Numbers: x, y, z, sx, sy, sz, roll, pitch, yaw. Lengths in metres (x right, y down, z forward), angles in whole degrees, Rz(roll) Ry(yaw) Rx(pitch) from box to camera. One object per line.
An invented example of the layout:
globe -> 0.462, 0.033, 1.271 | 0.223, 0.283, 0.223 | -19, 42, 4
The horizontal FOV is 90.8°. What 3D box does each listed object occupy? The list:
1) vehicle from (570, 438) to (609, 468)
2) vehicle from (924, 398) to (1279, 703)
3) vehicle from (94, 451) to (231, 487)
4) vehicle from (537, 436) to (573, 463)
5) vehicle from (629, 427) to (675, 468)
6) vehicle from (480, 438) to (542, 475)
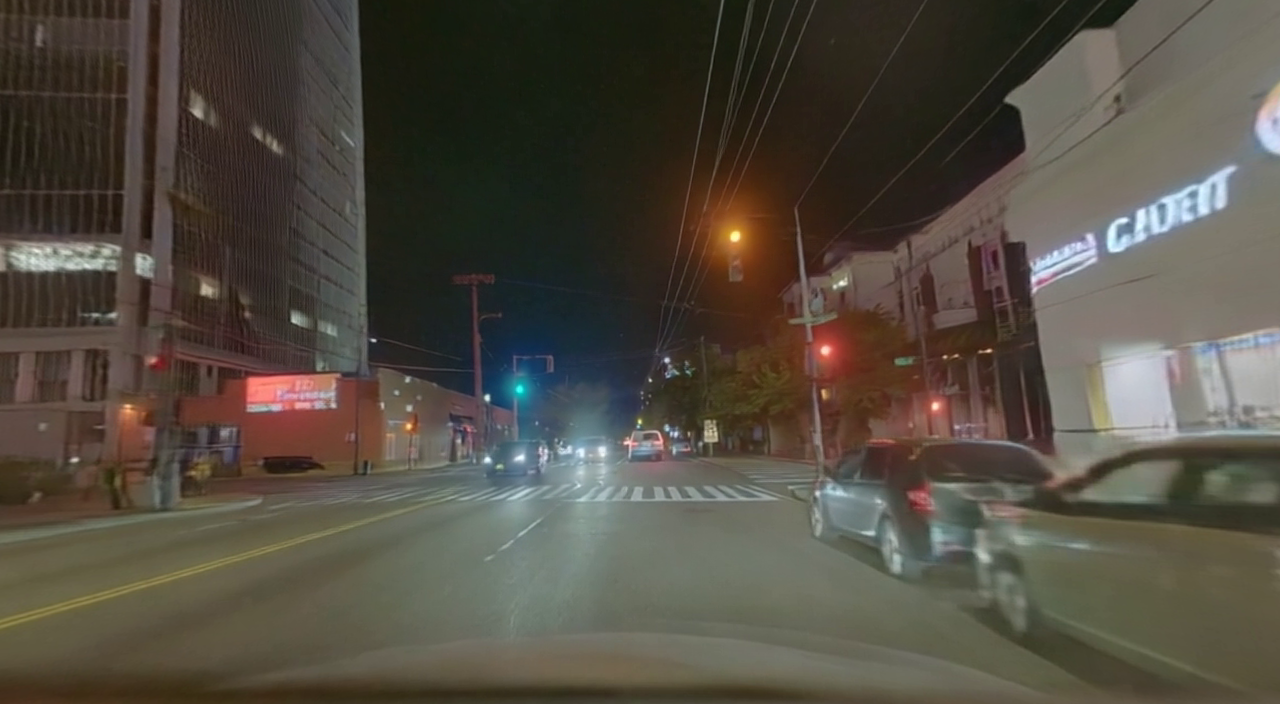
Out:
vehicle -> -2.905, 5.822, 36.886 | 2.026, 1.616, 4.109 | 1, -8, -1
vehicle -> 3.357, 0.996, 2.783 | 1.897, 1.522, 5.028 | 0, -8, 0
vehicle -> -20.967, 5.130, 27.882 | 4.477, 1.439, 1.966 | 0, -8, 1
vehicle -> -6.546, 7.562, 49.035 | 2.090, 1.975, 4.657 | 0, -8, 1
vehicle -> 0.601, 4.821, 32.027 | 2.127, 1.893, 4.194 | 0, -8, 1
vehicle -> -6.014, 4.895, 30.016 | 2.089, 1.578, 4.571 | 0, -8, -1
